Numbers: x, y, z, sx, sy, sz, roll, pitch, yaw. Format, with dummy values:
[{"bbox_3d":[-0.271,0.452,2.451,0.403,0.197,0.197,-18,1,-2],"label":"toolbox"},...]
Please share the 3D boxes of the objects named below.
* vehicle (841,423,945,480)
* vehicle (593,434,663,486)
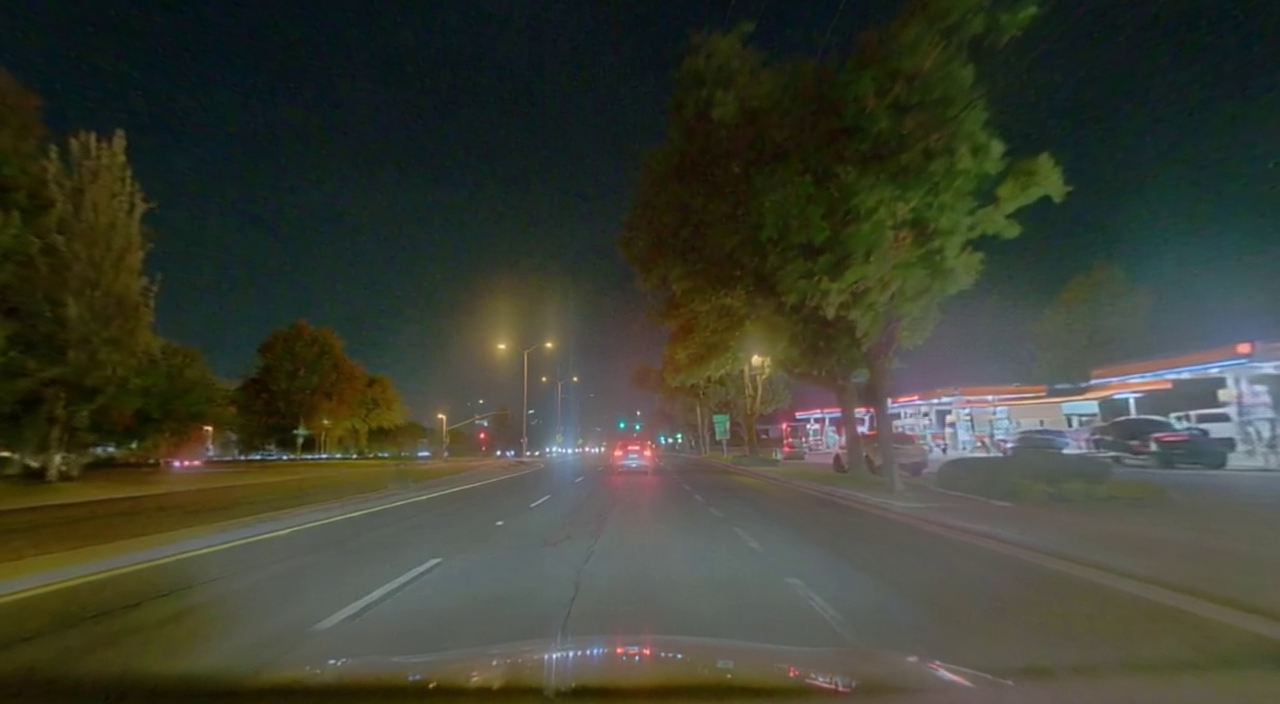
[{"bbox_3d":[9.295,3.714,23.633,2.083,1.882,4.674,0,-8,2],"label":"vehicle"},{"bbox_3d":[-0.338,3.536,20.891,2.062,1.519,4.214,0,-8,0],"label":"vehicle"}]
